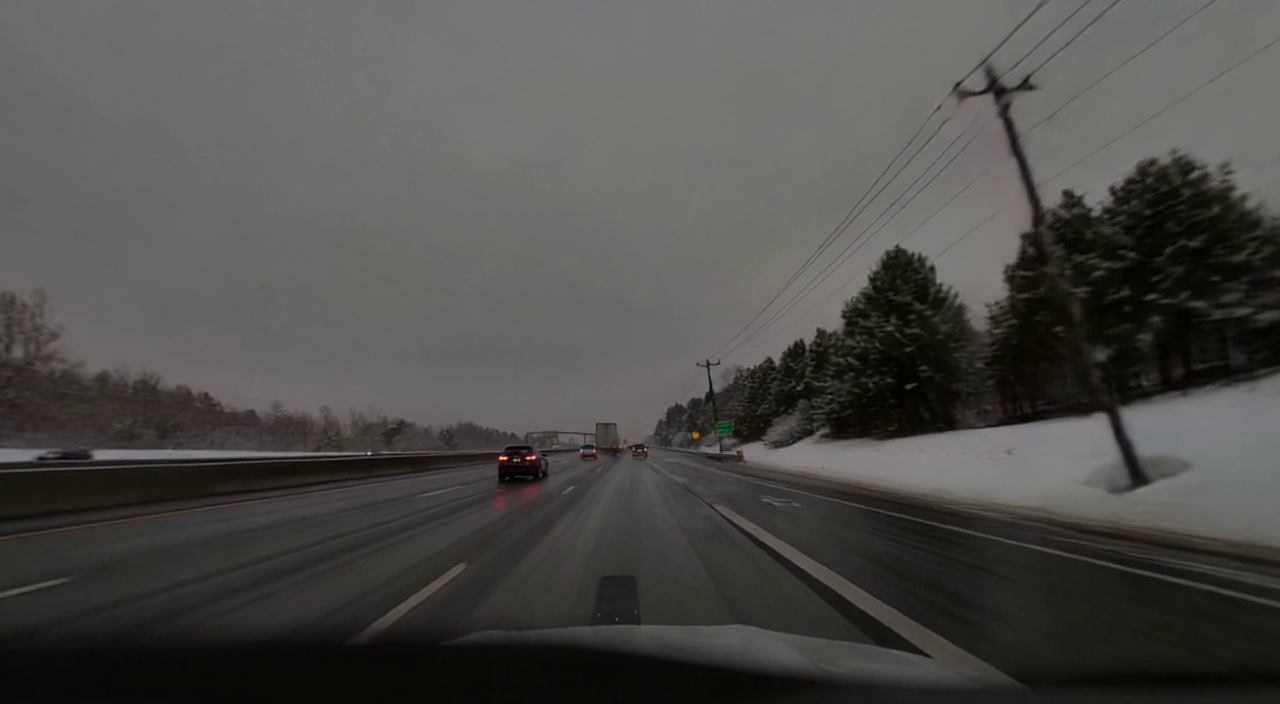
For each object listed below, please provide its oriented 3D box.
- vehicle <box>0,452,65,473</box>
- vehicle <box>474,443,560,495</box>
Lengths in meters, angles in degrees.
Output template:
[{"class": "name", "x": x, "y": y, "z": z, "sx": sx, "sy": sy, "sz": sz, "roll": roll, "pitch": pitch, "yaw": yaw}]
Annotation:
[{"class": "vehicle", "x": -47.982, "y": 8.567, "z": 49.324, "sx": 1.807, "sy": 1.511, "sz": 4.553, "roll": 0, "pitch": -9, "yaw": 0}, {"class": "vehicle", "x": -3.942, "y": 3.820, "z": 21.061, "sx": 1.963, "sy": 1.533, "sz": 4.477, "roll": 0, "pitch": -9, "yaw": 0}]
